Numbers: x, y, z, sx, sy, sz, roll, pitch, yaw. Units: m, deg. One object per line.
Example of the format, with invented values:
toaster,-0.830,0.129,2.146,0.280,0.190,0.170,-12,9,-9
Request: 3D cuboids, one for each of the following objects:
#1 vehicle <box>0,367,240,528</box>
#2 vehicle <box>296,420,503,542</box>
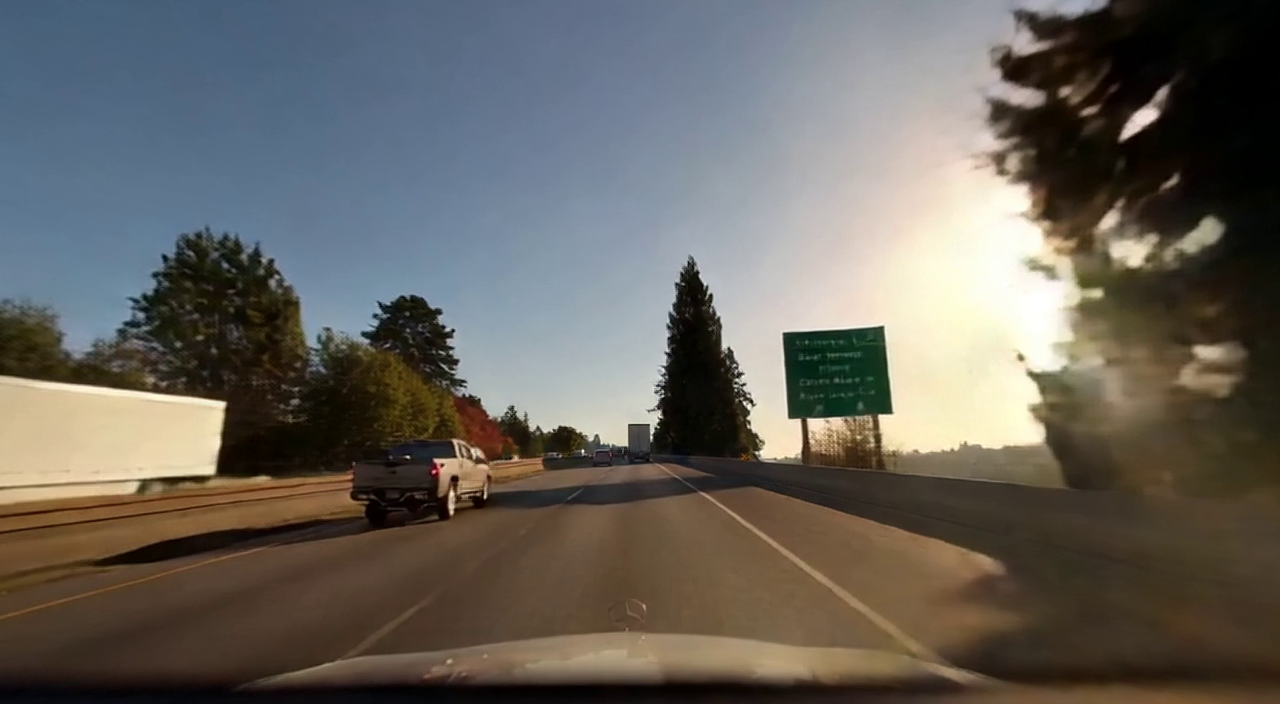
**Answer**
vehicle,-17.694,2.810,18.433,2.882,4.056,13.958,0,-9,0
vehicle,-4.208,2.348,12.100,2.079,1.845,4.654,0,-9,1
